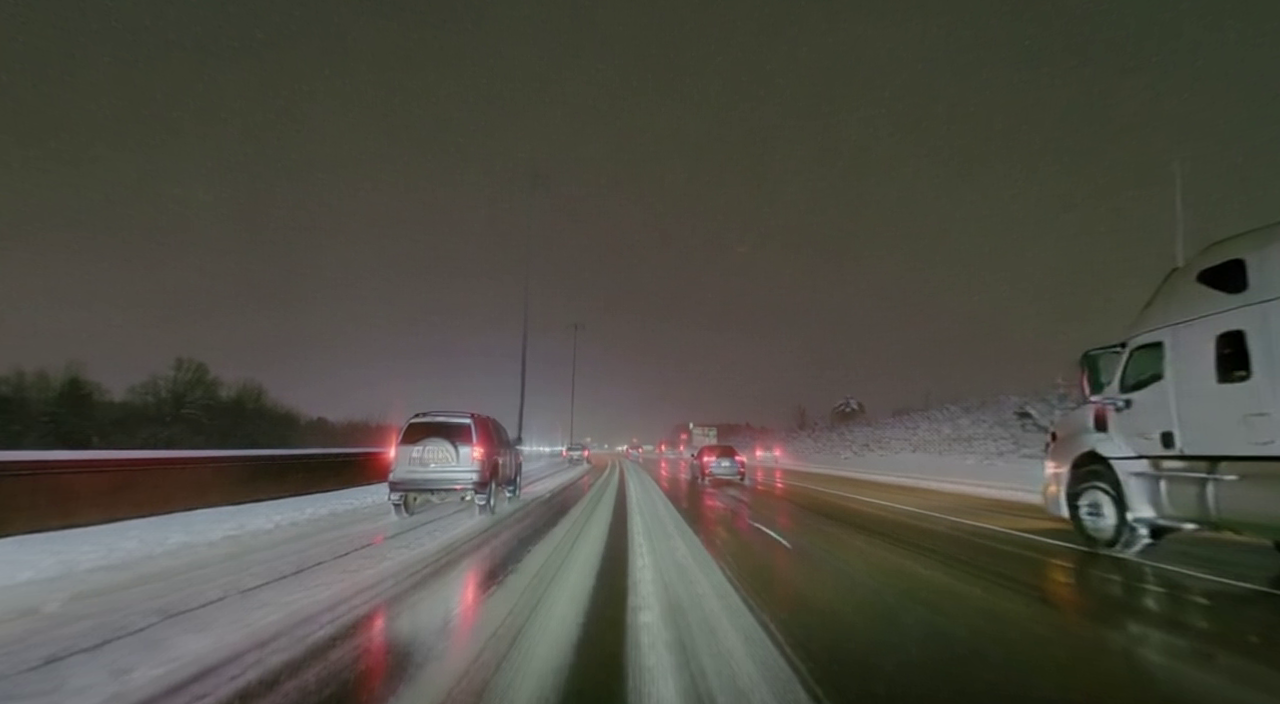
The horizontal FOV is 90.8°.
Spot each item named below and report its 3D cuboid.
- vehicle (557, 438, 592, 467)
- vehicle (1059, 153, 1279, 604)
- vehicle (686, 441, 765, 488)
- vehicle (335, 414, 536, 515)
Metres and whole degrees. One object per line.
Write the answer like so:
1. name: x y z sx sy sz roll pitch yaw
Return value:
1. vehicle: -4.479 6.913 43.608 2.149 1.843 4.348 1 -9 -3
2. vehicle: 7.240 -0.267 2.140 3.548 3.827 11.870 0 -9 1
3. vehicle: 2.956 4.023 22.872 2.053 1.510 4.400 0 -9 -3
4. vehicle: -4.251 2.517 14.619 2.684 1.839 5.803 0 -9 0
